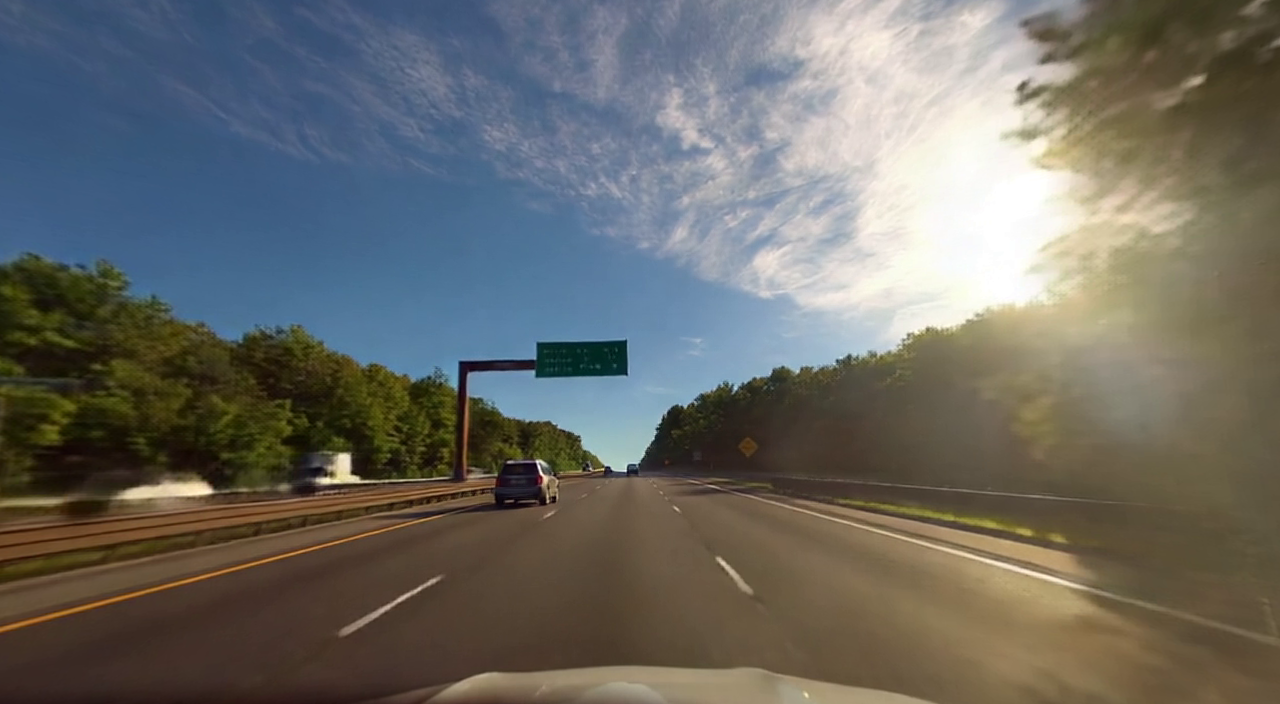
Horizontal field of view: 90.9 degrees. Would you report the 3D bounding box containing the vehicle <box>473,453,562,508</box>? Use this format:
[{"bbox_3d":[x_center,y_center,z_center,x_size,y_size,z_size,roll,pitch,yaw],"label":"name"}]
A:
[{"bbox_3d":[-3.890,4.199,20.817,2.081,1.586,4.245,0,-10,0],"label":"vehicle"}]

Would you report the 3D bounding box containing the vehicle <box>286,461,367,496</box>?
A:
[{"bbox_3d":[-17.788,7.195,36.098,2.060,1.831,5.034,1,-10,-1],"label":"vehicle"}]

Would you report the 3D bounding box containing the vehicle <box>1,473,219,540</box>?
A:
[{"bbox_3d":[-13.474,3.926,16.496,1.827,1.436,4.554,1,-10,-2],"label":"vehicle"}]
